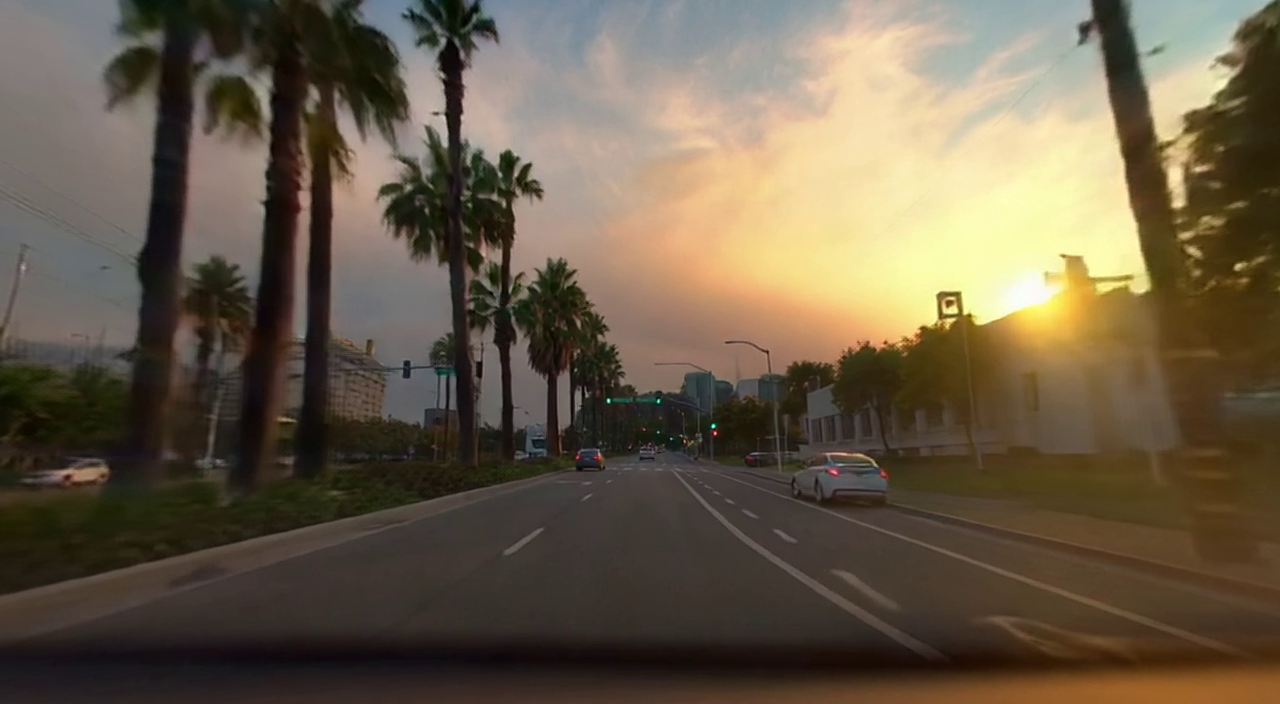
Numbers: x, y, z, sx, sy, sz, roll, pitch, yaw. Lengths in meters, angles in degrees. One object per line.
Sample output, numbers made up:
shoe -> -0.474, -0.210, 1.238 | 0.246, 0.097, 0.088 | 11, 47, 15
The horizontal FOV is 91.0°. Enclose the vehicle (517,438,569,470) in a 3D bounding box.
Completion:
vehicle -> -6.532, 7.004, 43.371 | 2.457, 2.010, 6.330 | 0, -9, 1

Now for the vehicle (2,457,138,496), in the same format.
vehicle -> -25.388, 5.549, 28.331 | 1.838, 1.516, 4.484 | 0, -9, 1

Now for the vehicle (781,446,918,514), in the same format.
vehicle -> 5.184, 3.200, 16.255 | 1.994, 1.507, 4.173 | 1, -9, -1

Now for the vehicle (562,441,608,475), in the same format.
vehicle -> -3.101, 6.147, 36.585 | 2.116, 1.806, 4.516 | 0, -9, 2
